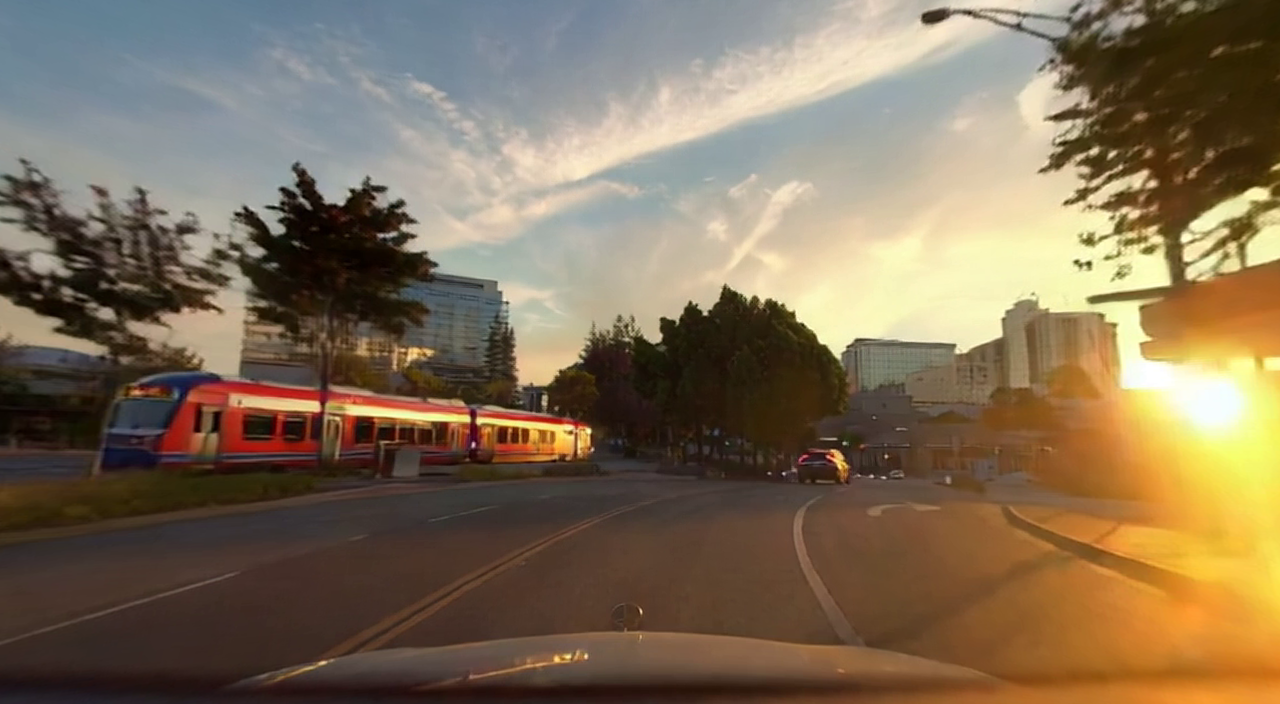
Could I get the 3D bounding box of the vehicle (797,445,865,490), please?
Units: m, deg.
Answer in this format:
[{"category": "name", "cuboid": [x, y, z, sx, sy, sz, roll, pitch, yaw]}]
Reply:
[{"category": "vehicle", "cuboid": [8.374, 4.930, 27.433, 2.263, 1.765, 4.237, -4, -9, 23]}]
